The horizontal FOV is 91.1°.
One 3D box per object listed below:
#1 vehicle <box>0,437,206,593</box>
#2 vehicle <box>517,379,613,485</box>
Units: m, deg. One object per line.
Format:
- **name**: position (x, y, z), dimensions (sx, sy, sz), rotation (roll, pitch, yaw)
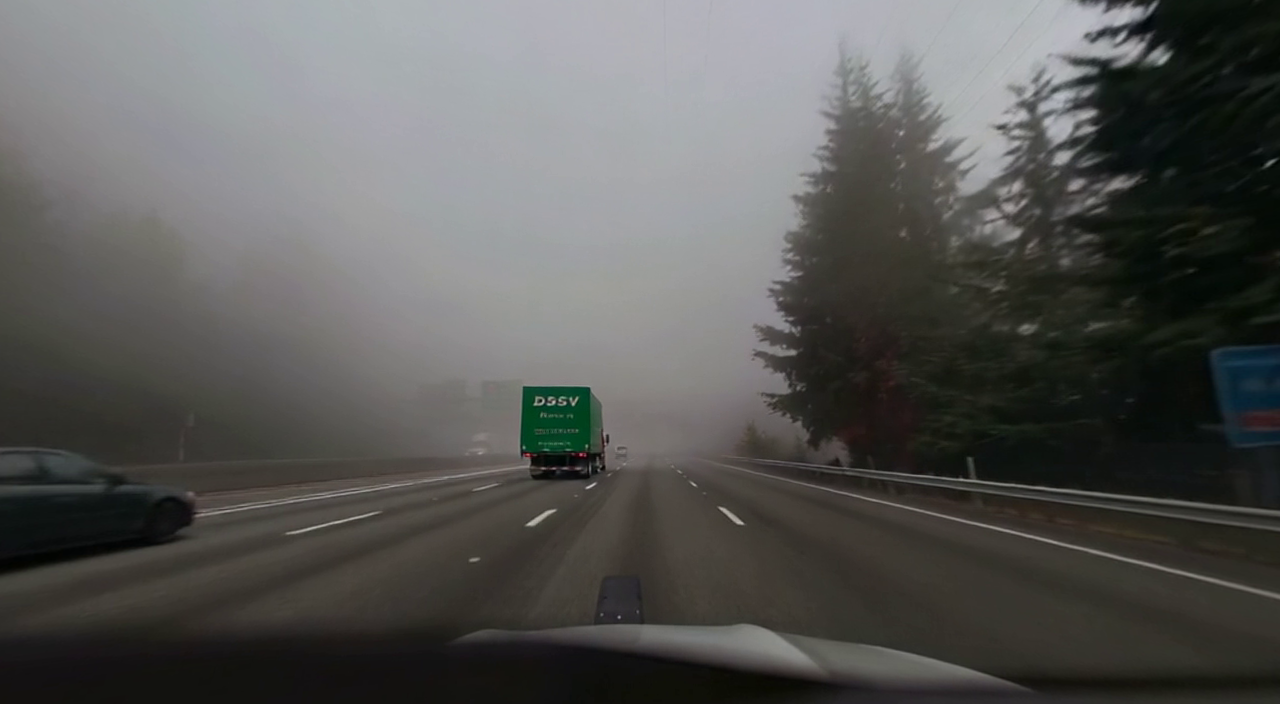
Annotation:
- **vehicle**: position (-7.053, 1.610, 6.314), dimensions (1.958, 1.467, 4.737), rotation (-1, -9, 1)
- **vehicle**: position (-3.116, 4.005, 30.303), dimensions (3.025, 4.002, 12.709), rotation (-1, -9, 0)
